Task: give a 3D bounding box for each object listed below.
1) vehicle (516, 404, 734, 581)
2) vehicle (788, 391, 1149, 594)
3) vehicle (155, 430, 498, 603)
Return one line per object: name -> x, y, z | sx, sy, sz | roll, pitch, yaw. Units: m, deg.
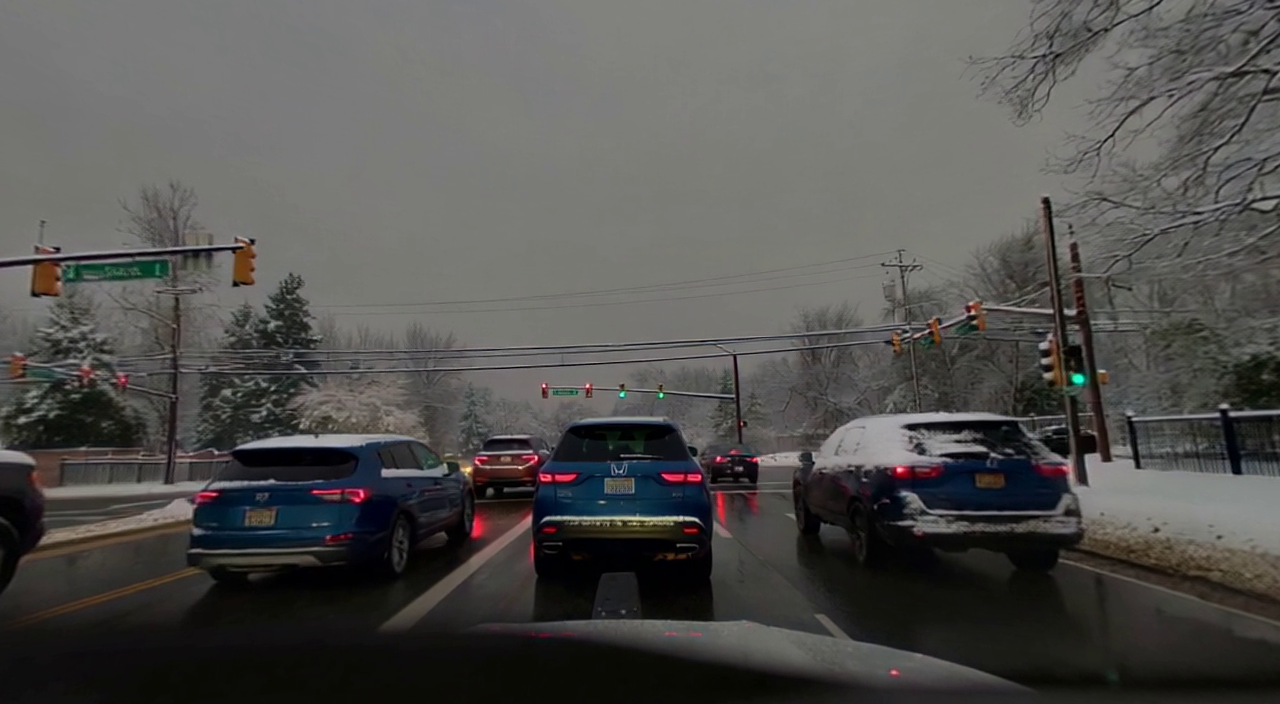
vehicle -> -0.119, 1.675, 8.262 | 2.111, 1.712, 4.078 | 0, -9, 1
vehicle -> 3.475, 1.597, 7.978 | 1.999, 1.789, 4.583 | 0, -9, -1
vehicle -> -3.198, 1.752, 7.717 | 1.881, 1.466, 4.484 | 0, -9, 0
